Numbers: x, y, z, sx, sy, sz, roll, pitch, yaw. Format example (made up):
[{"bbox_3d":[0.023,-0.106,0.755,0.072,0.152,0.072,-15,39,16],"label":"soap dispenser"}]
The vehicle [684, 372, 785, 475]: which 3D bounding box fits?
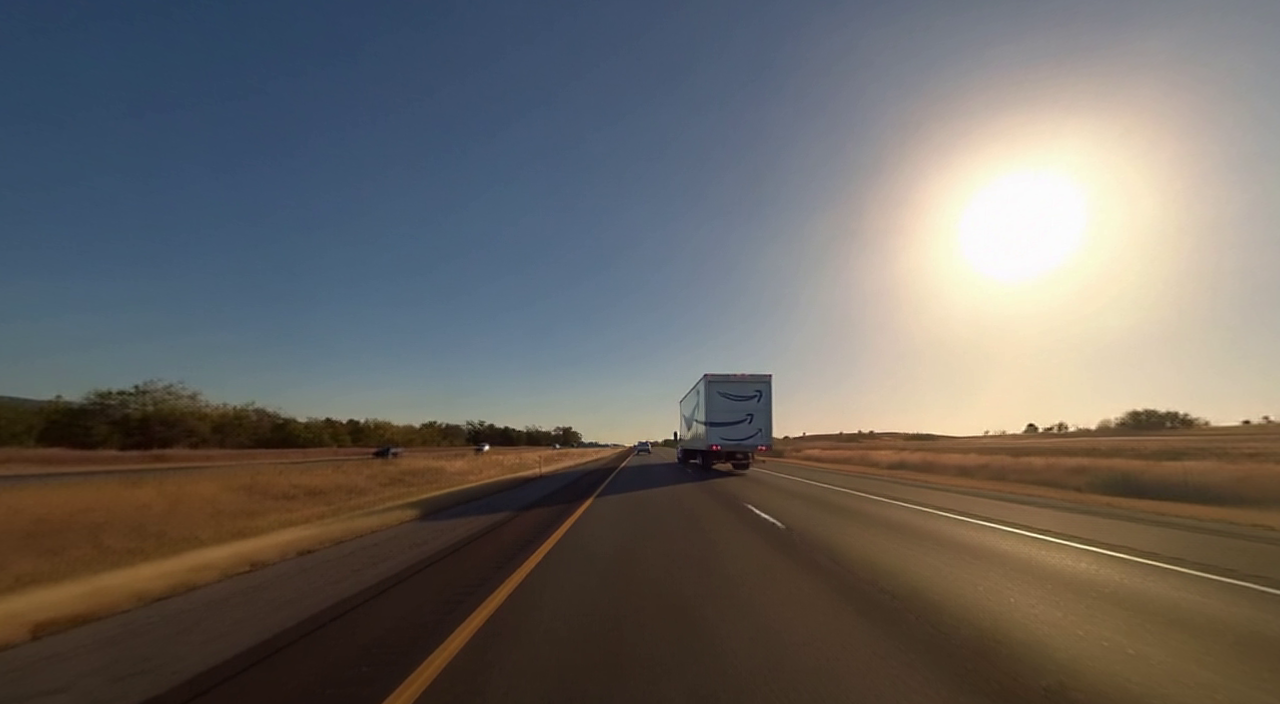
[{"bbox_3d":[4.596,4.253,35.154,3.190,4.365,16.625,0,-8,0],"label":"vehicle"}]
